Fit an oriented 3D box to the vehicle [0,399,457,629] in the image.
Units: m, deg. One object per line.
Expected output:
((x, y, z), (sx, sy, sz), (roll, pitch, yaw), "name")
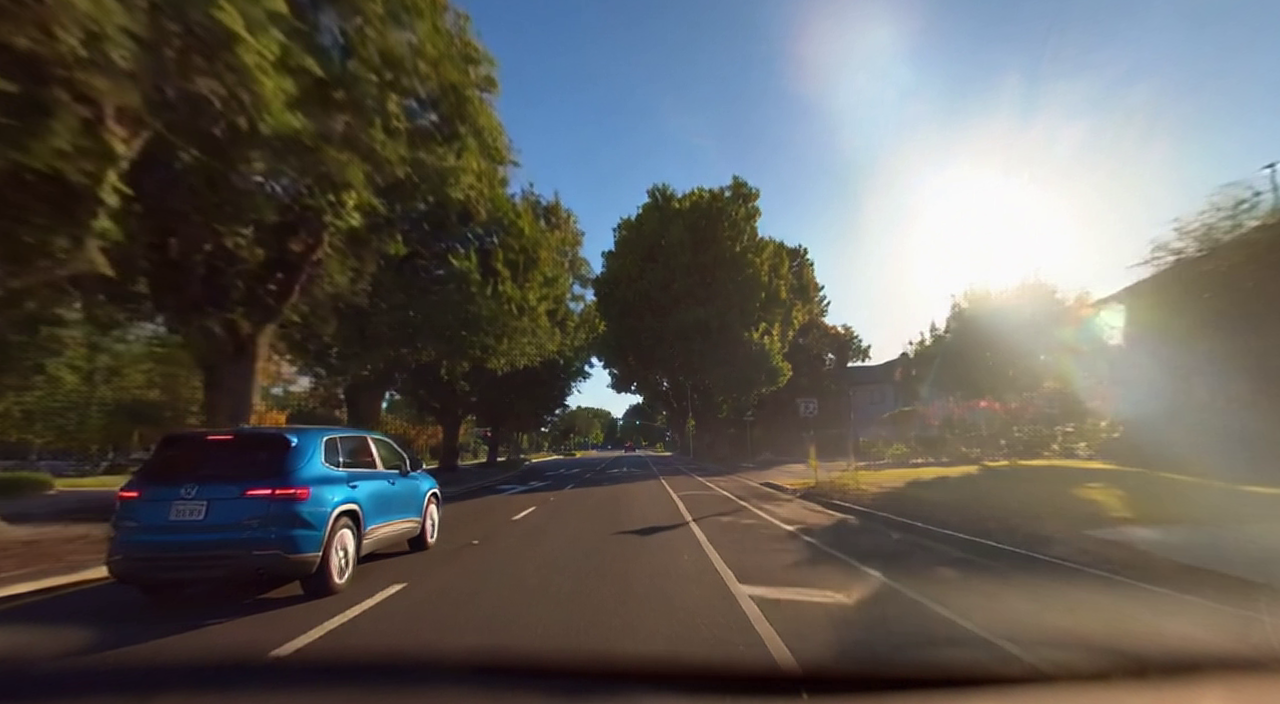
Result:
((-3.770, 1.562, 7.052), (2.121, 1.724, 4.392), (0, -9, 0), "vehicle")
